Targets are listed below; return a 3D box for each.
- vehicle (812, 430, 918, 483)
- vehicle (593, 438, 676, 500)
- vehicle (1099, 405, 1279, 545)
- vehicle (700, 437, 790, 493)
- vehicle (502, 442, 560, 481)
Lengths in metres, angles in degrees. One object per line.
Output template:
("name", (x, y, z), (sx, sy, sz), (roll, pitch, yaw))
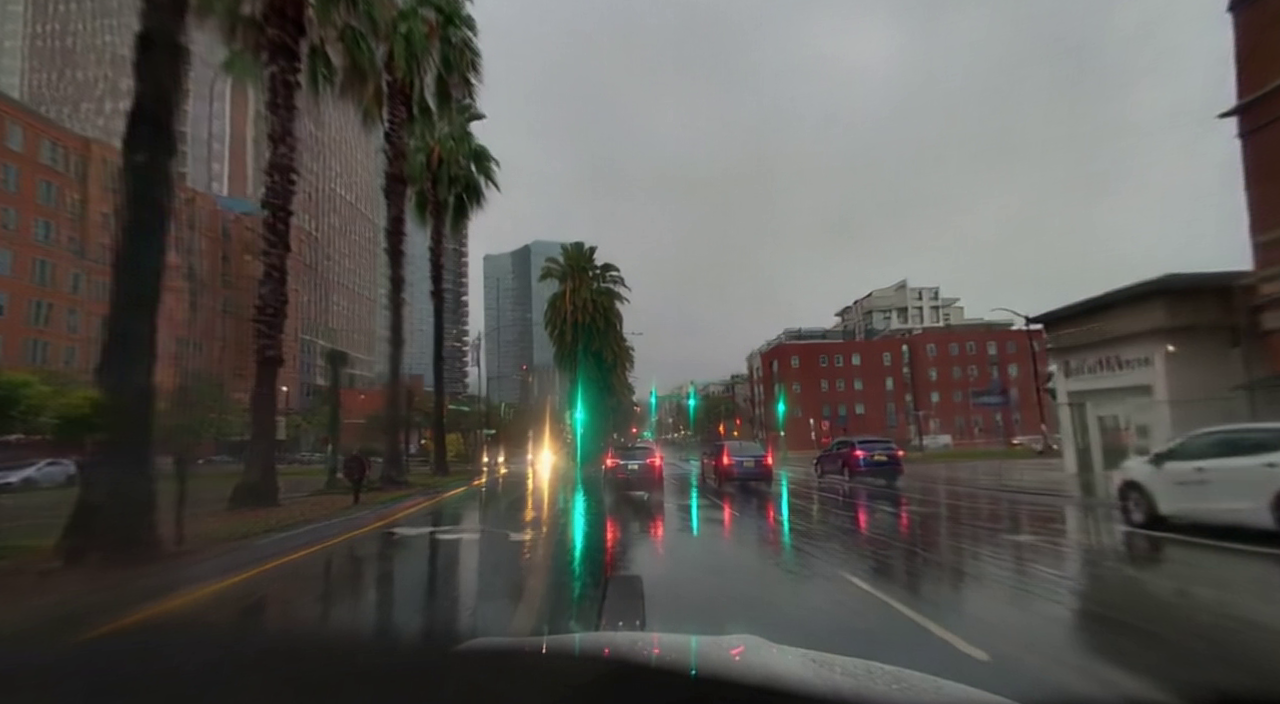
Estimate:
("vehicle", (7.884, 3.717, 22.693), (2.000, 1.685, 4.487), (0, -8, -2))
("vehicle", (-0.197, 3.157, 17.417), (2.048, 1.503, 3.681), (0, -8, -2))
("vehicle", (8.865, 1.613, 8.476), (1.946, 1.715, 4.365), (0, -8, -3))
("vehicle", (3.047, 3.354, 19.117), (1.909, 1.500, 3.524), (0, -8, -3))
("vehicle", (-4.665, 4.743, 27.683), (1.977, 1.501, 4.435), (0, -8, -3))
